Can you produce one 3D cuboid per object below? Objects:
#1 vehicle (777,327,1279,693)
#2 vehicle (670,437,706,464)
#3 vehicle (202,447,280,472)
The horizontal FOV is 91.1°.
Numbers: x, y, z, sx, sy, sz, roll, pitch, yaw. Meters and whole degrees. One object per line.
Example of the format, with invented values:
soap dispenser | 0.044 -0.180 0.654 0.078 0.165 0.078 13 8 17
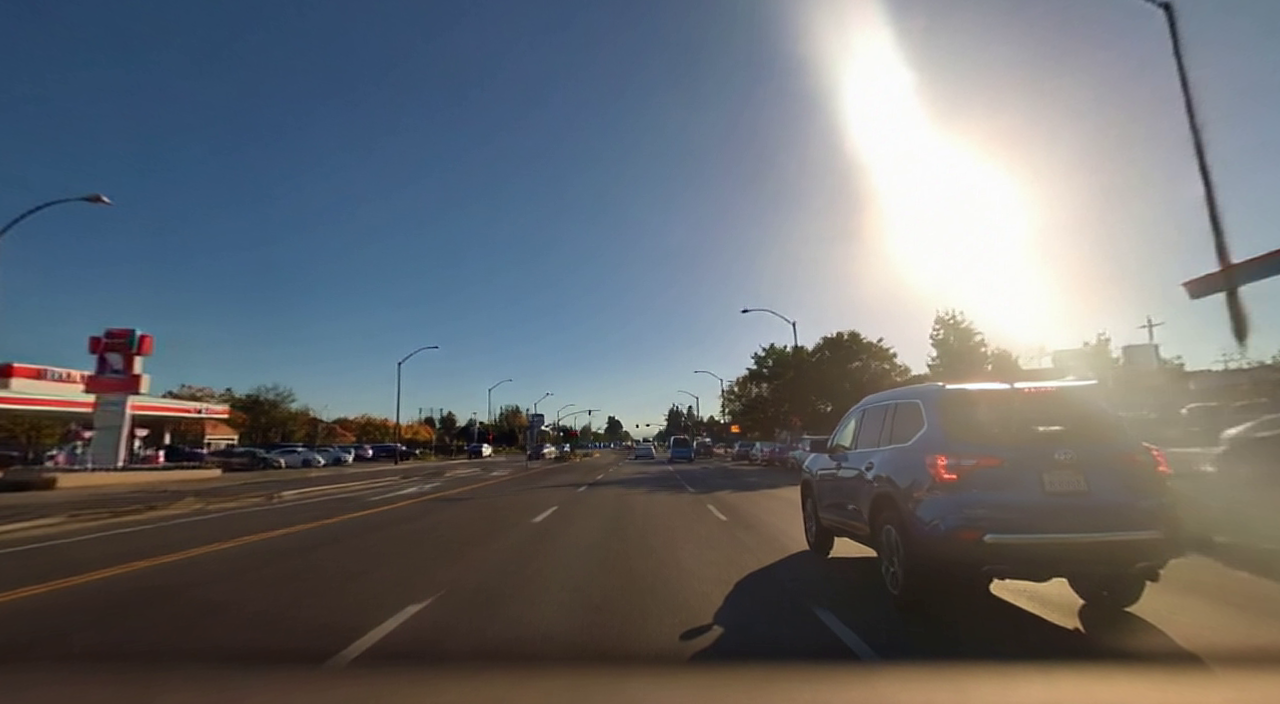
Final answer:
vehicle | 2.917 1.178 5.824 2.246 1.963 4.777 0 -8 1
vehicle | 3.454 7.176 46.058 2.317 1.857 5.150 0 -8 1
vehicle | -26.105 7.053 41.151 3.765 1.559 1.915 0 -8 1
